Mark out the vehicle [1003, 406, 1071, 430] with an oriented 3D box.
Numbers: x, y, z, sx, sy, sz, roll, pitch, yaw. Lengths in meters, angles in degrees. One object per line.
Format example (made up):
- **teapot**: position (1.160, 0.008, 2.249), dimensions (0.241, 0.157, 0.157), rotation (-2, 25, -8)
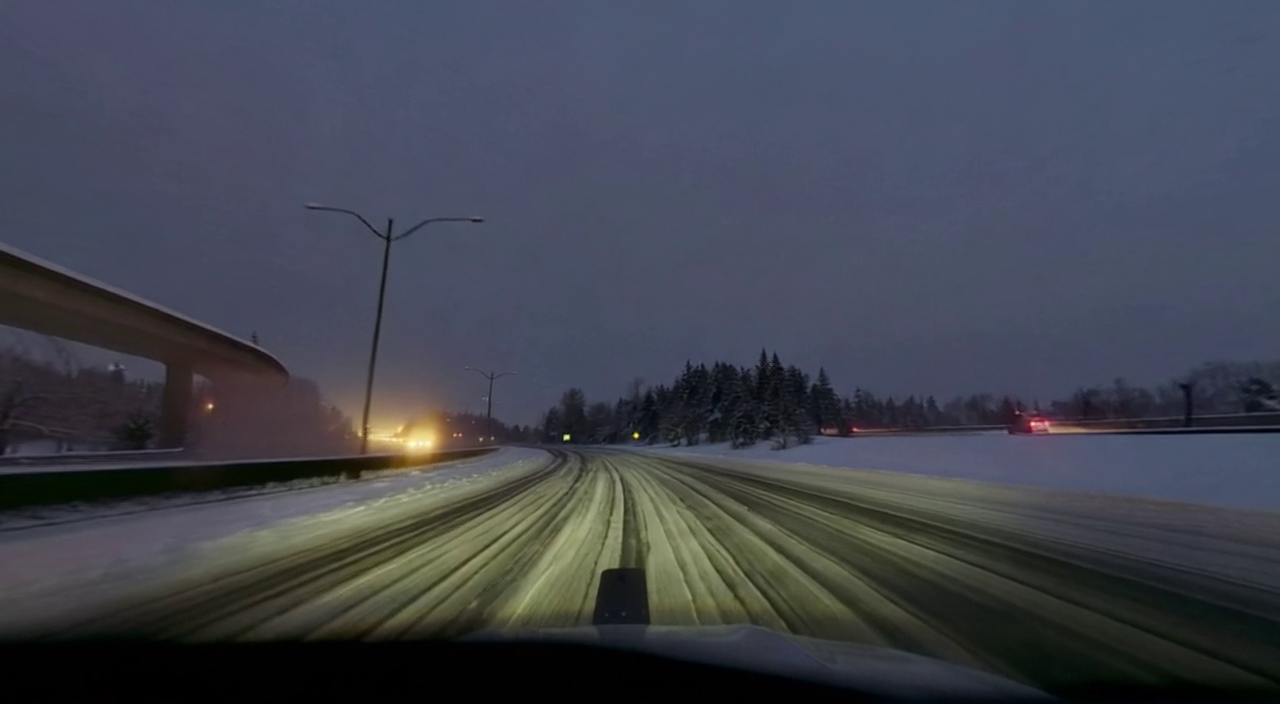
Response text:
- **vehicle**: position (27.112, 4.567, 43.204), dimensions (1.944, 1.461, 3.689), rotation (1, -8, -6)
